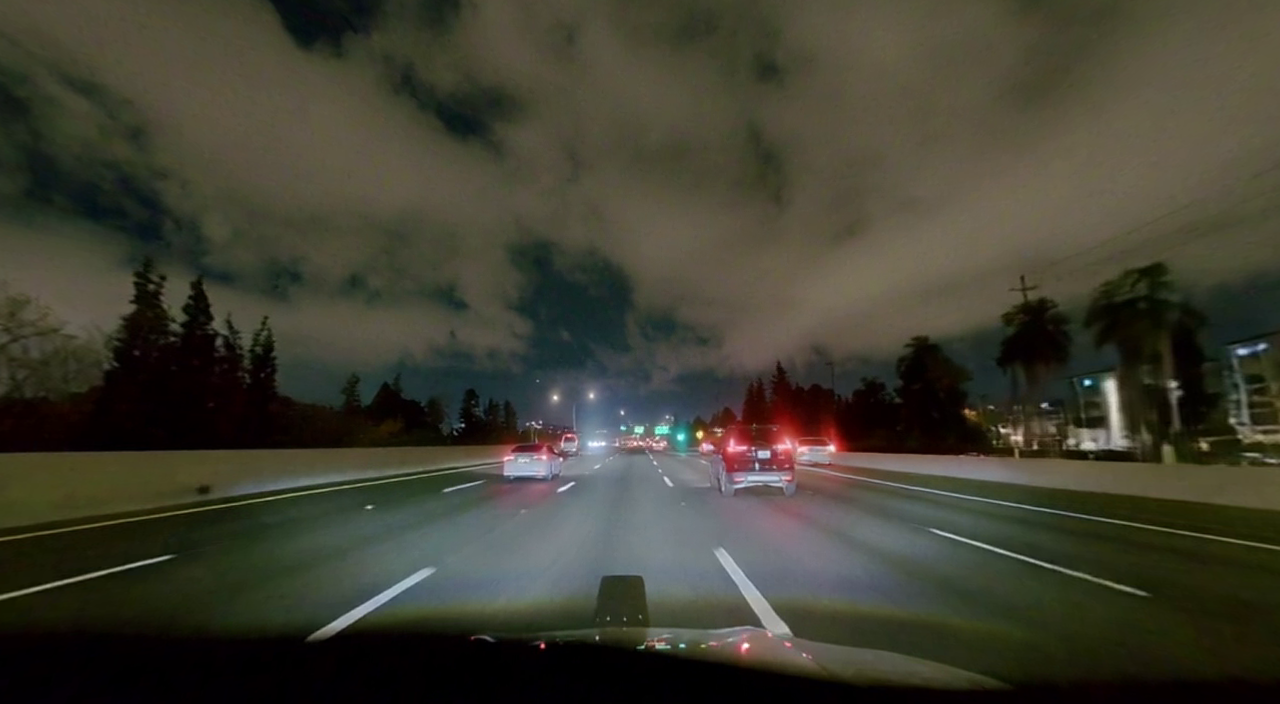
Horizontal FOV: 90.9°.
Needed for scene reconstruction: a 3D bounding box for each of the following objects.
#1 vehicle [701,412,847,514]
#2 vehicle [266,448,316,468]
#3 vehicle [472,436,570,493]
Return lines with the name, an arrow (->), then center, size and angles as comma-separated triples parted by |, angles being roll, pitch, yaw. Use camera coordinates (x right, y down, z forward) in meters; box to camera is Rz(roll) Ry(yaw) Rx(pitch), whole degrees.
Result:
vehicle -> 2.713, 2.412, 14.142 | 2.148, 1.852, 4.835 | 0, -8, -1
vehicle -> -26.372, 7.989, 47.684 | 1.614, 1.424, 3.568 | -1, -8, 3
vehicle -> -3.545, 3.433, 19.727 | 2.080, 1.542, 4.718 | 0, -8, 1
